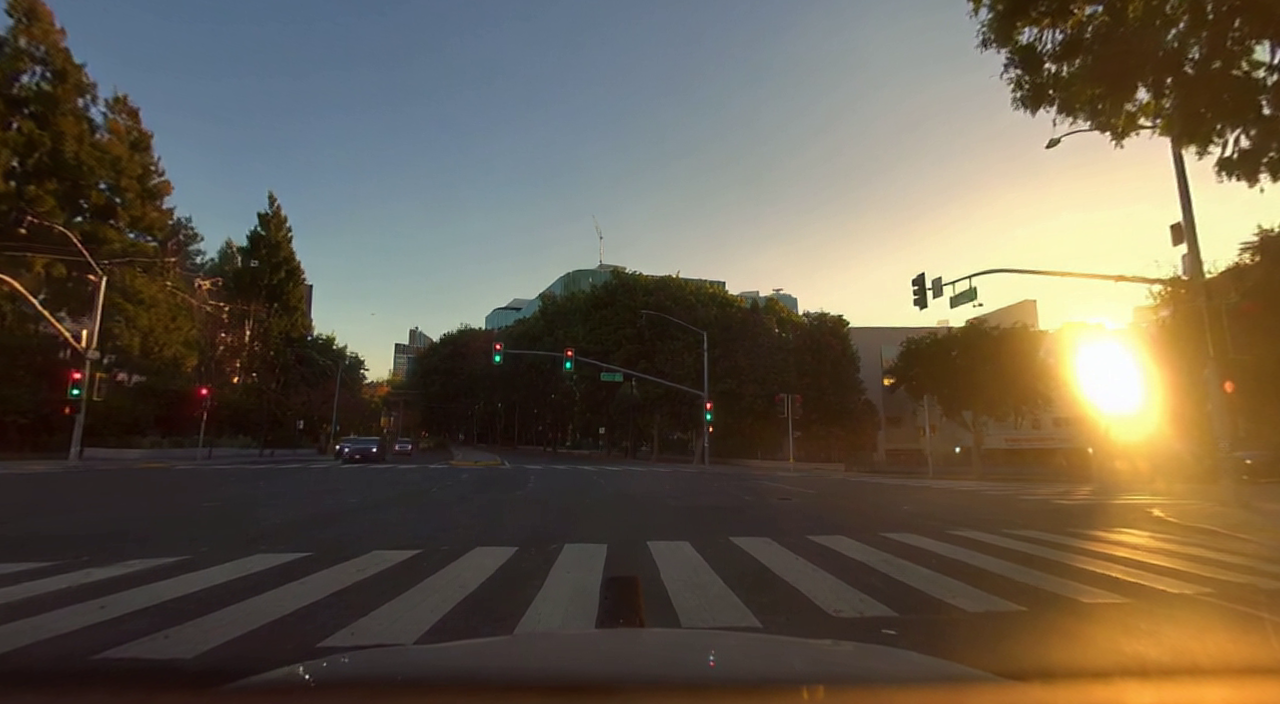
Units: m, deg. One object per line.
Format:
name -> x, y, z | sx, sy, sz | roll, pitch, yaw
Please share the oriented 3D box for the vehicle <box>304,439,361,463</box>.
vehicle -> -19.778, 6.383, 40.795 | 1.918, 1.432, 4.433 | 1, -9, -7
